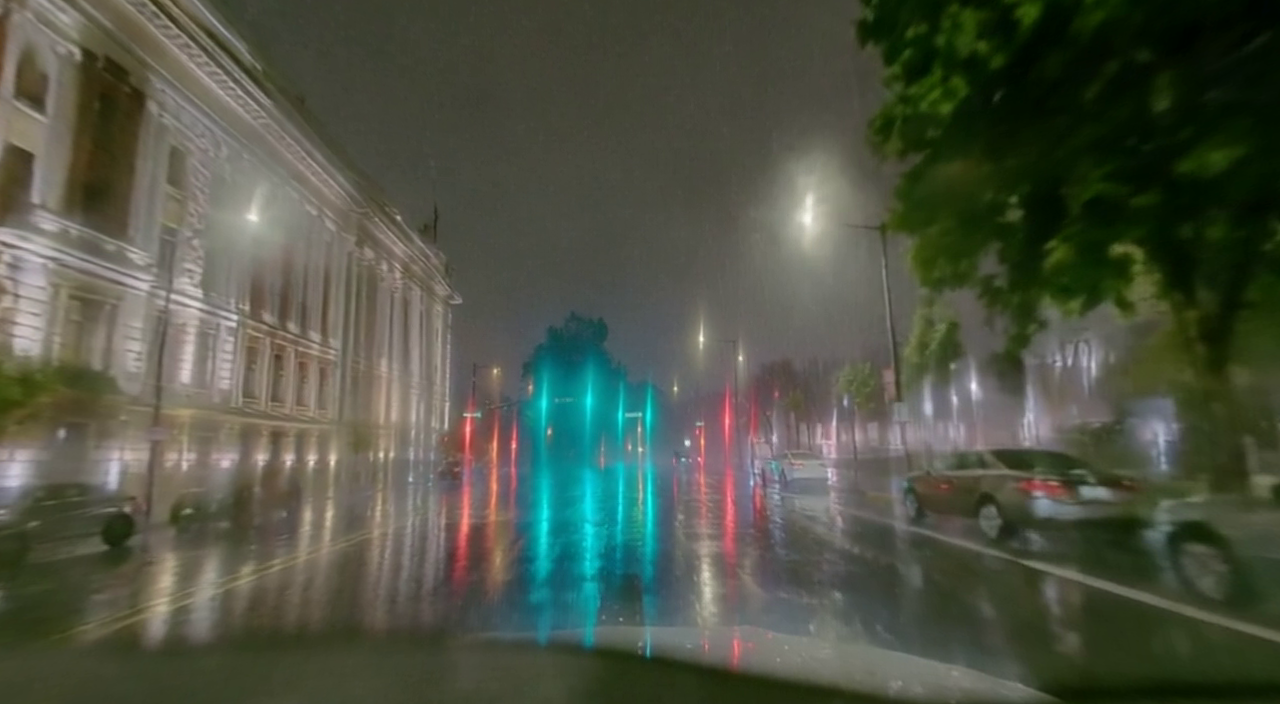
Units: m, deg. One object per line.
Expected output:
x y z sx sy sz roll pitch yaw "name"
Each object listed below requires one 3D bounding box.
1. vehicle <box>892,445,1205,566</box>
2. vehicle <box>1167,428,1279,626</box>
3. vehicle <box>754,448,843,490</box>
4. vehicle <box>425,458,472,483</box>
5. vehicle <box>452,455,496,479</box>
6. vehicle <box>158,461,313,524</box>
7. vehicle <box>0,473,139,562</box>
5.816 2.176 9.847 1.869 1.430 4.365 0 -9 -1 "vehicle"
5.843 1.123 3.434 1.849 1.491 4.626 0 -8 -2 "vehicle"
5.997 4.456 24.556 2.091 1.445 4.678 0 -9 -2 "vehicle"
-12.676 7.887 42.159 1.767 1.455 4.389 0 -9 0 "vehicle"
-12.889 8.919 49.387 2.011 1.668 5.474 0 -9 0 "vehicle"
-12.614 4.352 20.163 1.911 1.558 4.793 -3 -9 -2 "vehicle"
-12.611 3.251 12.539 1.828 1.462 4.421 0 -9 -2 "vehicle"
